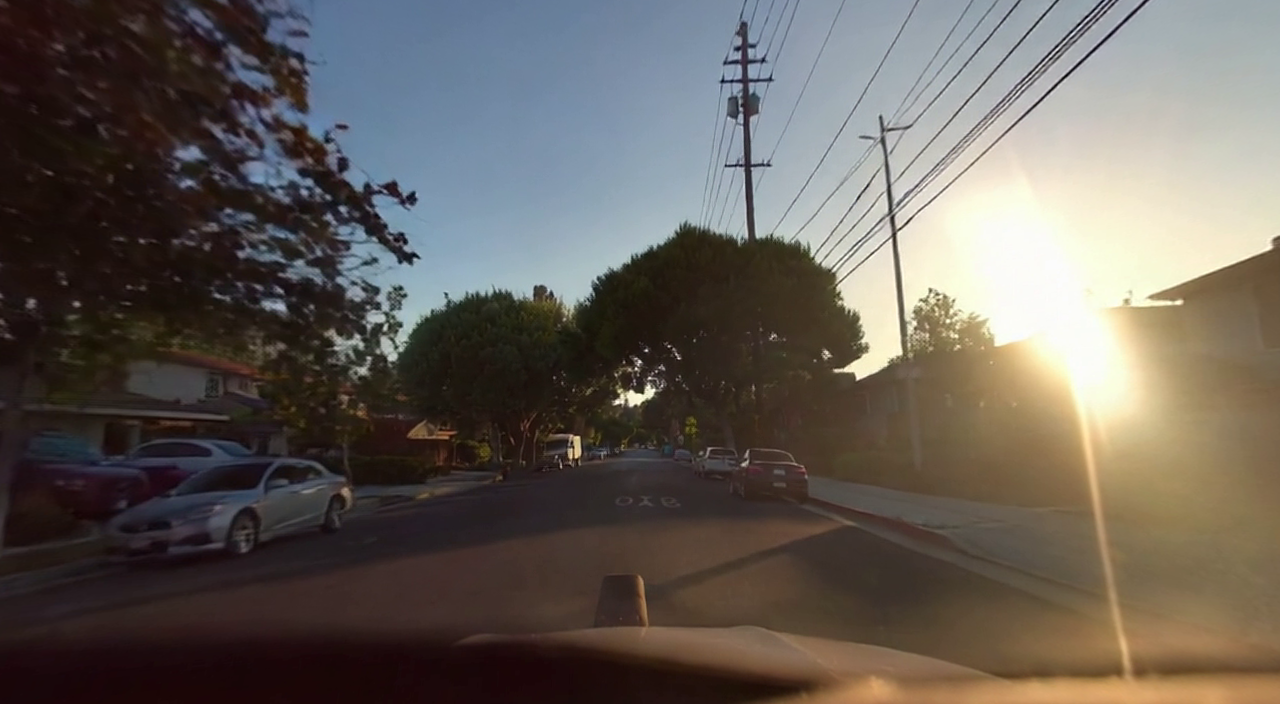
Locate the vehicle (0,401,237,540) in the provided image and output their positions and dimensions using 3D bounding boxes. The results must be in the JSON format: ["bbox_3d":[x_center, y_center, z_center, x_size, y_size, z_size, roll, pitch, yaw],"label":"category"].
[{"bbox_3d":[-11.228,2.116,11.591,2.416,2.211,6.384,-2,-9,14],"label":"vehicle"}]

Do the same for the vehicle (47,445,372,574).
[{"bbox_3d":[-6.595,2.395,10.558,2.062,1.500,4.629,-3,-8,3],"label":"vehicle"}]

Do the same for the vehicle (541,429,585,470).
[{"bbox_3d":[-5.864,7.488,48.674,2.313,2.875,6.057,-3,-9,2],"label":"vehicle"}]

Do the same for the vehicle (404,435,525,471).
[{"bbox_3d":[-10.551,6.121,38.335,6.540,2.079,2.565,0,-9,1],"label":"vehicle"}]

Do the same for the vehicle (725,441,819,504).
[{"bbox_3d":[3.473,3.236,17.419,1.903,1.500,4.057,0,-9,3],"label":"vehicle"}]
